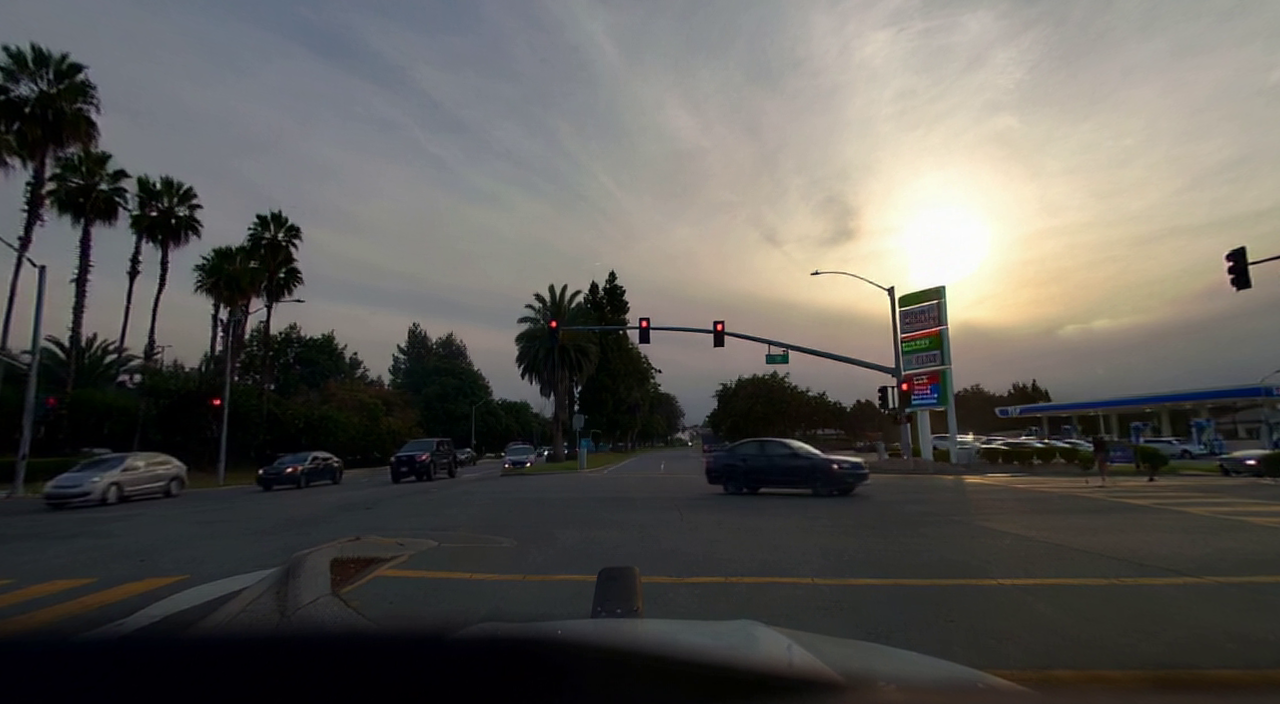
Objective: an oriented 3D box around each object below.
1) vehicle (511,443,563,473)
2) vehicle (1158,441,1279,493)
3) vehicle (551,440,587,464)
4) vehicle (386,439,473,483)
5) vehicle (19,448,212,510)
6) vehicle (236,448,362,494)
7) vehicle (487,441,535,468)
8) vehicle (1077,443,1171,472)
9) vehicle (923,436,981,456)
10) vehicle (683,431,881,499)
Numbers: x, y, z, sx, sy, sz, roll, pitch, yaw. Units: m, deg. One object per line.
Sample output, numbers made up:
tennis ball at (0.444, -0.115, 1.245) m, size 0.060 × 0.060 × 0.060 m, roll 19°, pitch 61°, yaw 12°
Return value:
vehicle at (-5.287, 5.512, 33.073) m, size 1.983 × 1.464 × 4.579 m, roll 0°, pitch -9°, yaw 0°
vehicle at (18.743, 3.405, 18.831) m, size 5.015 × 1.446 × 1.862 m, roll 0°, pitch -9°, yaw -3°
vehicle at (-5.164, 7.357, 46.556) m, size 1.929 × 1.719 × 4.892 m, roll 0°, pitch -9°, yaw 1°
vehicle at (-8.579, 4.457, 26.169) m, size 2.156 × 1.662 × 4.186 m, roll 0°, pitch -9°, yaw 0°
vehicle at (-15.280, 3.674, 18.802) m, size 1.956 × 1.611 × 4.359 m, roll 0°, pitch -9°, yaw 0°
vehicle at (-11.860, 4.136, 22.407) m, size 1.966 × 1.455 × 4.493 m, roll 0°, pitch -9°, yaw 0°
vehicle at (-8.536, 6.828, 42.196) m, size 2.124 × 1.701 × 4.551 m, roll 0°, pitch -9°, yaw 1°
vehicle at (24.262, 5.300, 31.736) m, size 3.474 × 1.376 × 1.538 m, roll 0°, pitch -9°, yaw -2°
vehicle at (22.540, 6.767, 45.657) m, size 3.356 × 1.395 × 1.559 m, roll 0°, pitch -9°, yaw -1°
vehicle at (3.884, 3.094, 17.629) m, size 4.938 × 1.651 × 2.138 m, roll -5°, pitch -10°, yaw 31°
